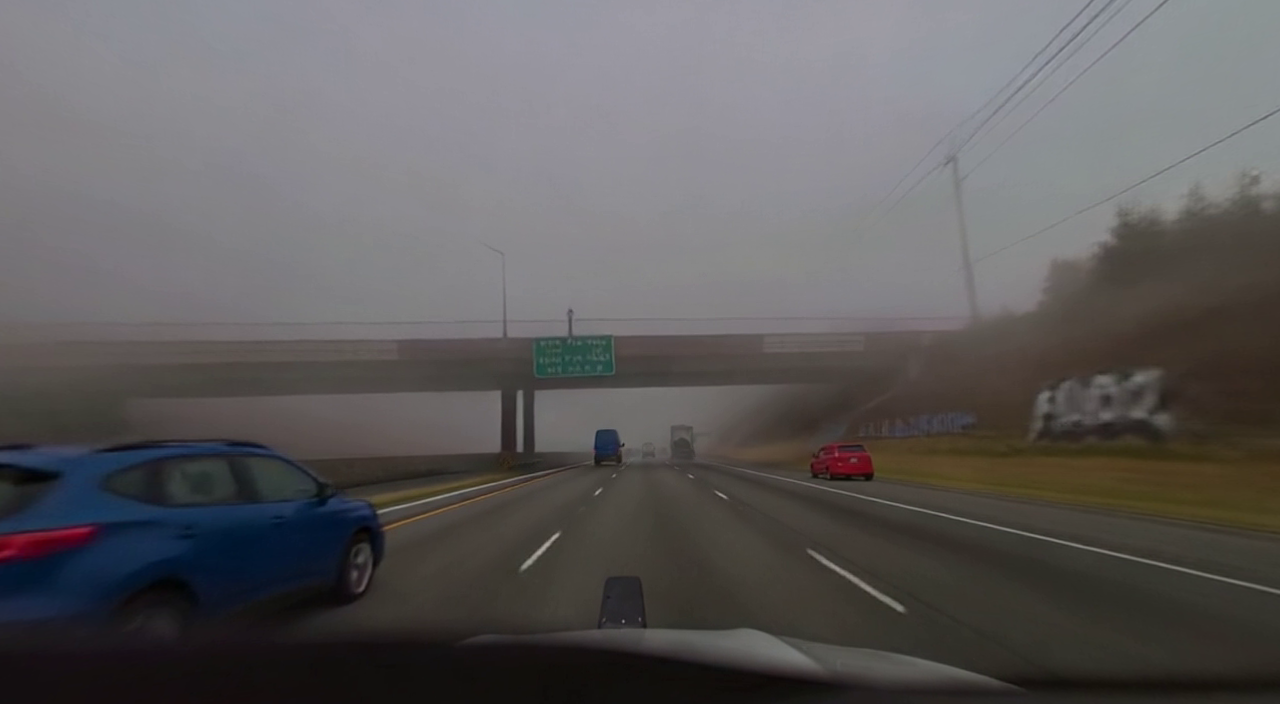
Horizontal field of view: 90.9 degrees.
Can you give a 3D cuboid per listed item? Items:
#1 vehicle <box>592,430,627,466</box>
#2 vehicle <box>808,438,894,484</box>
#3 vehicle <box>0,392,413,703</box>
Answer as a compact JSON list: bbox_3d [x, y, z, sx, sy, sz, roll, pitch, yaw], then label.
[{"bbox_3d":[-2.316,7.553,49.453,2.451,2.627,5.868,0,-9,0],"label":"vehicle"},{"bbox_3d":[8.337,4.359,25.317,1.936,1.664,4.198,0,-9,-1],"label":"vehicle"},{"bbox_3d":[-3.148,1.083,3.427,2.029,1.472,4.721,0,-9,1],"label":"vehicle"}]
